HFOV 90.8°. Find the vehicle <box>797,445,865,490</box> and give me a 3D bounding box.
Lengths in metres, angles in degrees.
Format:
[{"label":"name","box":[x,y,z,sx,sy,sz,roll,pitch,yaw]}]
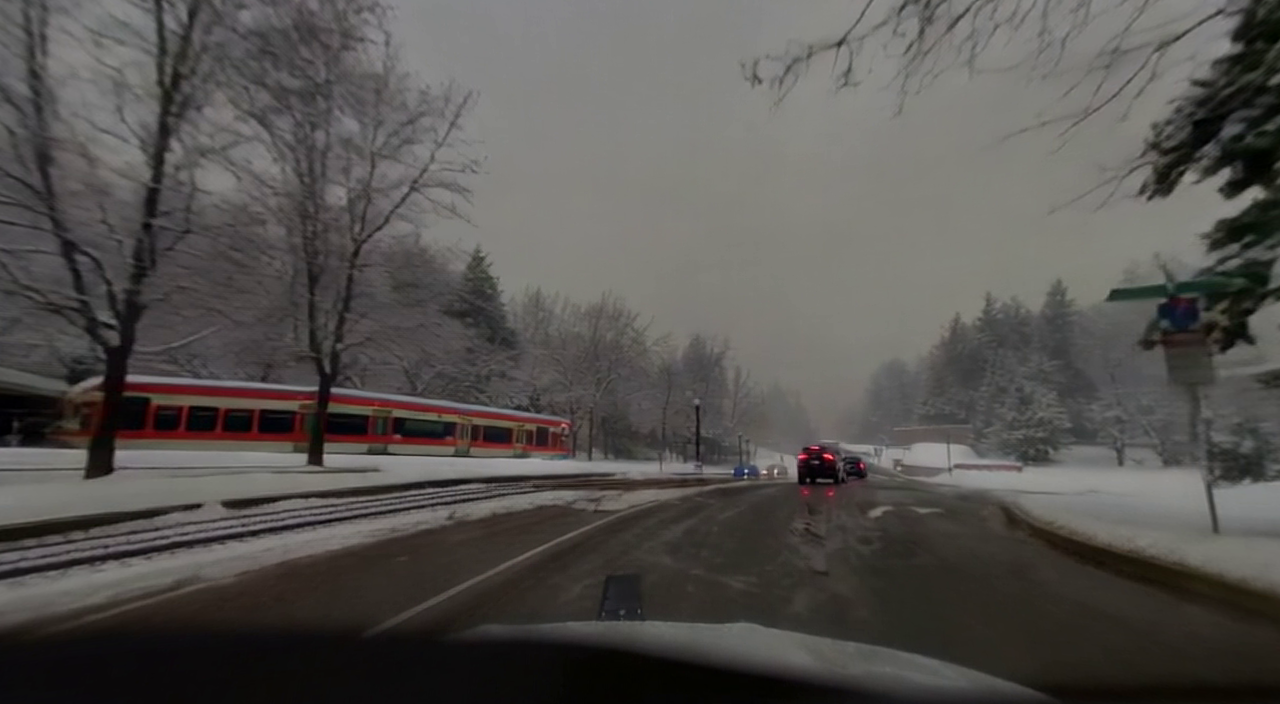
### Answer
[{"label":"vehicle","box":[8.374,4.930,27.433,2.263,1.765,4.237,-4,-9,23]}]
